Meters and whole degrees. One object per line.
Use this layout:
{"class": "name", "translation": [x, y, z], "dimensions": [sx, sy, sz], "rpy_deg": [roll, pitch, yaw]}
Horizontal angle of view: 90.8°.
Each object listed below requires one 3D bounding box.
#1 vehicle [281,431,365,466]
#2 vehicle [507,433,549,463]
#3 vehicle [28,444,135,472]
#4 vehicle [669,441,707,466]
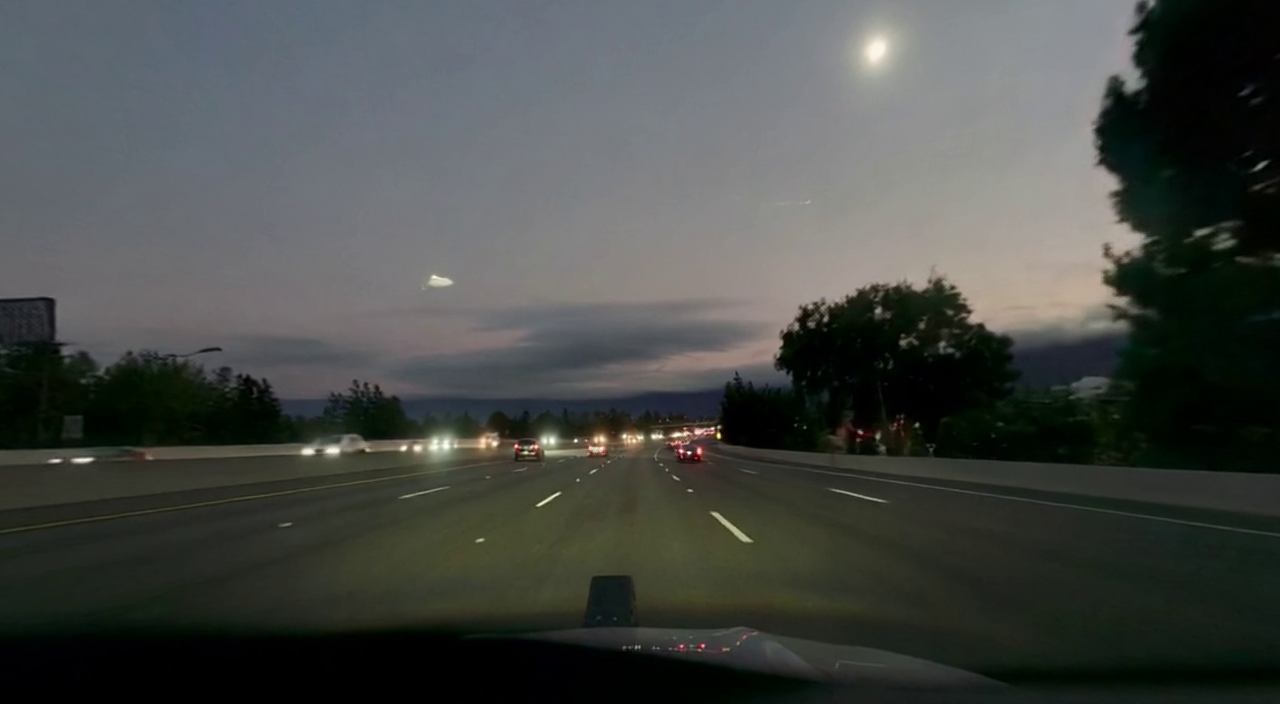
{"class": "vehicle", "translation": [-20.256, 6.209, 40.731], "dimensions": [2.320, 2.019, 5.892], "rpy_deg": [0, -8, 1]}
{"class": "vehicle", "translation": [-7.396, 6.396, 42.026], "dimensions": [2.009, 1.850, 4.338], "rpy_deg": [0, -8, 0]}
{"class": "vehicle", "translation": [-31.056, 5.900, 35.325], "dimensions": [1.826, 1.441, 4.521], "rpy_deg": [0, -8, 0]}
{"class": "vehicle", "translation": [2.930, 6.290, 39.367], "dimensions": [1.967, 1.475, 4.080], "rpy_deg": [0, -8, -1]}
